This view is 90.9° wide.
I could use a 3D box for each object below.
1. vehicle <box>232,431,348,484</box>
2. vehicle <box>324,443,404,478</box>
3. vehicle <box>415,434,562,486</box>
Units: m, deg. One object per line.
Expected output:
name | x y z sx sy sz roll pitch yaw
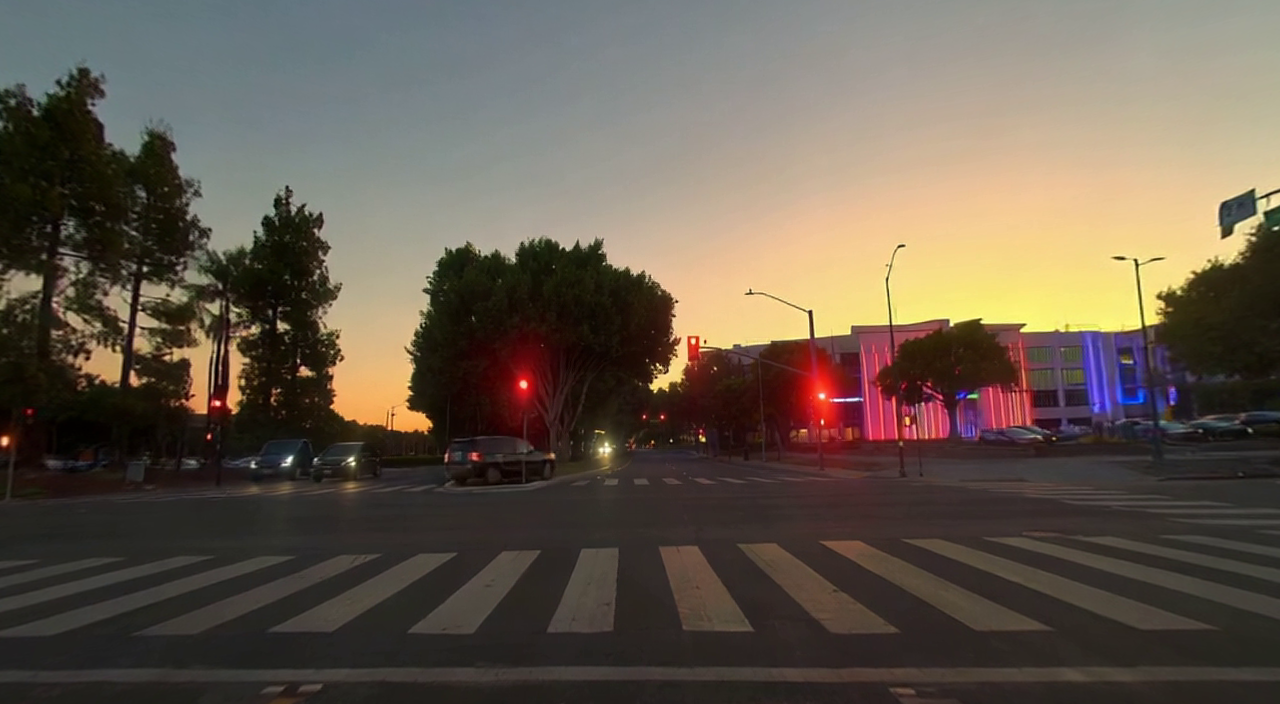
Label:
vehicle | -18.600 5.626 33.988 2.557 2.580 5.856 -1 -8 4
vehicle | -14.853 5.835 34.248 2.169 1.753 4.640 0 -8 1
vehicle | -5.292 3.788 22.461 4.569 1.658 2.153 7 -11 -42
